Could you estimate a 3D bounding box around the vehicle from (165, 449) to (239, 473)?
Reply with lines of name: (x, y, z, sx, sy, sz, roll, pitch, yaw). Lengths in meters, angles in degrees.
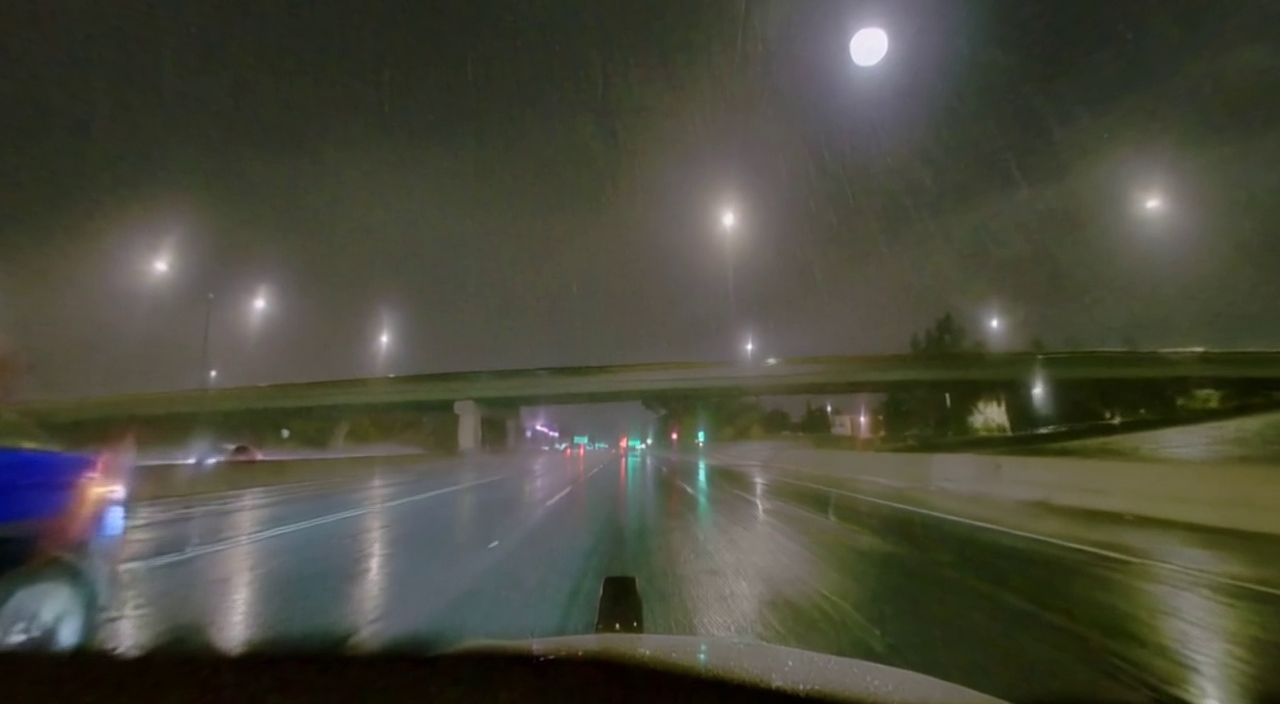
vehicle: (-29.169, 7.255, 42.266, 1.829, 1.420, 4.422, 0, -8, -1)

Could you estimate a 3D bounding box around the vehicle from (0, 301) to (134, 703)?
vehicle: (-4.223, 0.442, 0.639, 2.529, 2.003, 5.904, 0, -8, 0)
